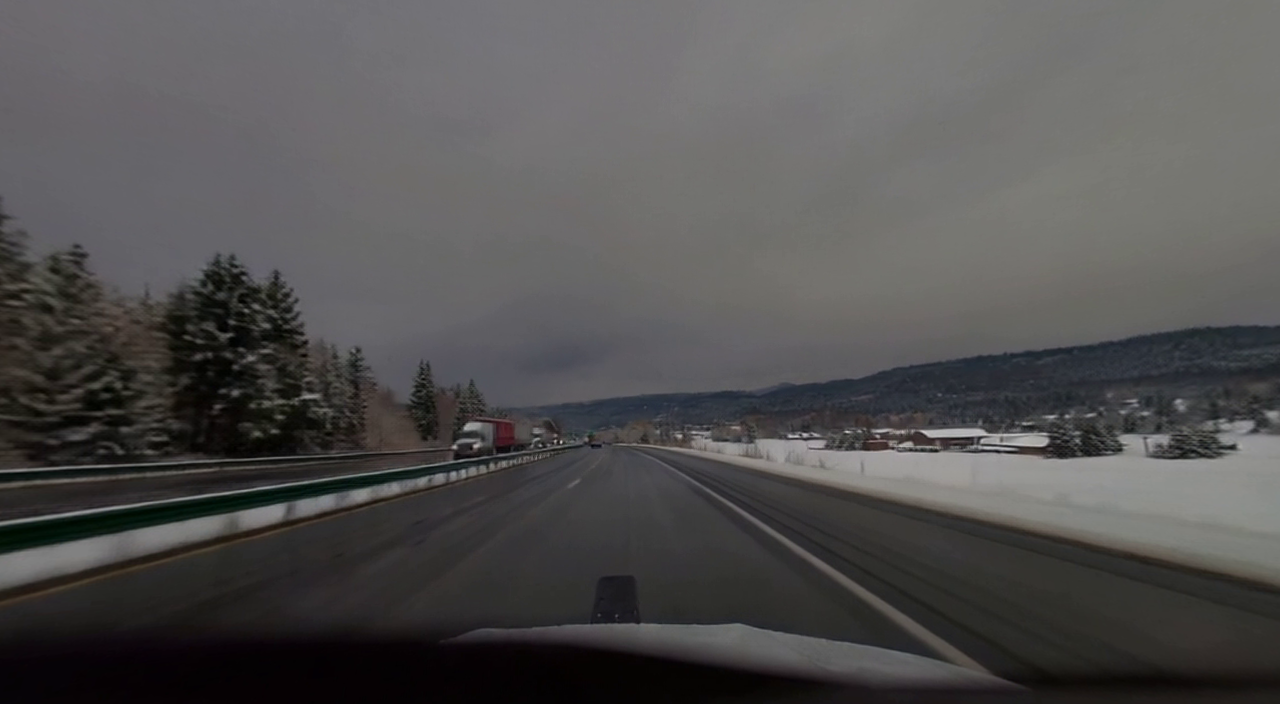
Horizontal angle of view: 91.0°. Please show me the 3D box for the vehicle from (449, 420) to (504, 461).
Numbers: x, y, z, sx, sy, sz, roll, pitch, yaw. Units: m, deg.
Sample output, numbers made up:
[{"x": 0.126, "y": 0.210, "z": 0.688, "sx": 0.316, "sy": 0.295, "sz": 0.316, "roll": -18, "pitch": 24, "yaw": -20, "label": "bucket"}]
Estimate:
[{"x": -12.060, "y": 6.585, "z": 46.984, "sx": 2.498, "sy": 2.794, "sz": 6.249, "roll": -1, "pitch": -8, "yaw": 0, "label": "vehicle"}]
